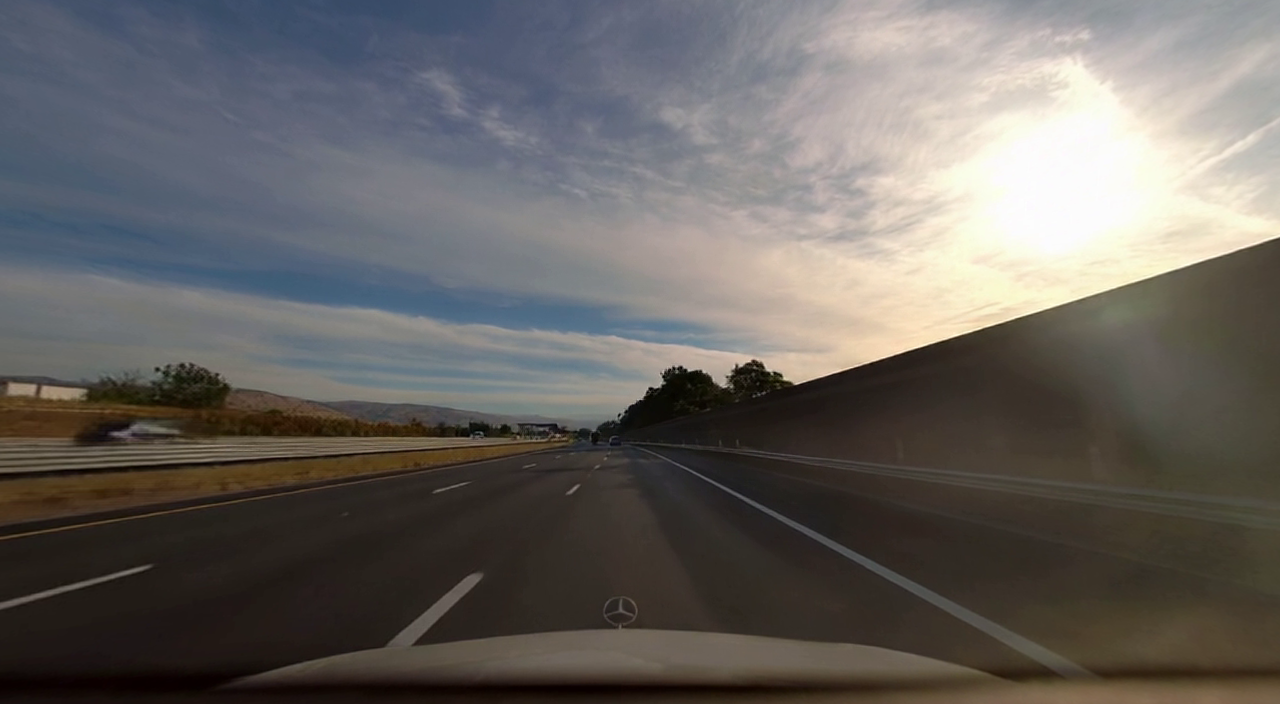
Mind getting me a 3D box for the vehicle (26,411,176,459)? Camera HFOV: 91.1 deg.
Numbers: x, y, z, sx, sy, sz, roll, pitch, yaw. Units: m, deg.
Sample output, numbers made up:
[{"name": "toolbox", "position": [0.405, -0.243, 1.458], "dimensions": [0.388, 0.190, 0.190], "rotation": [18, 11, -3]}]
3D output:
[{"name": "vehicle", "position": [-23.329, 3.662, 27.519], "dimensions": [2.145, 1.863, 5.005], "rotation": [0, -8, -1]}]
